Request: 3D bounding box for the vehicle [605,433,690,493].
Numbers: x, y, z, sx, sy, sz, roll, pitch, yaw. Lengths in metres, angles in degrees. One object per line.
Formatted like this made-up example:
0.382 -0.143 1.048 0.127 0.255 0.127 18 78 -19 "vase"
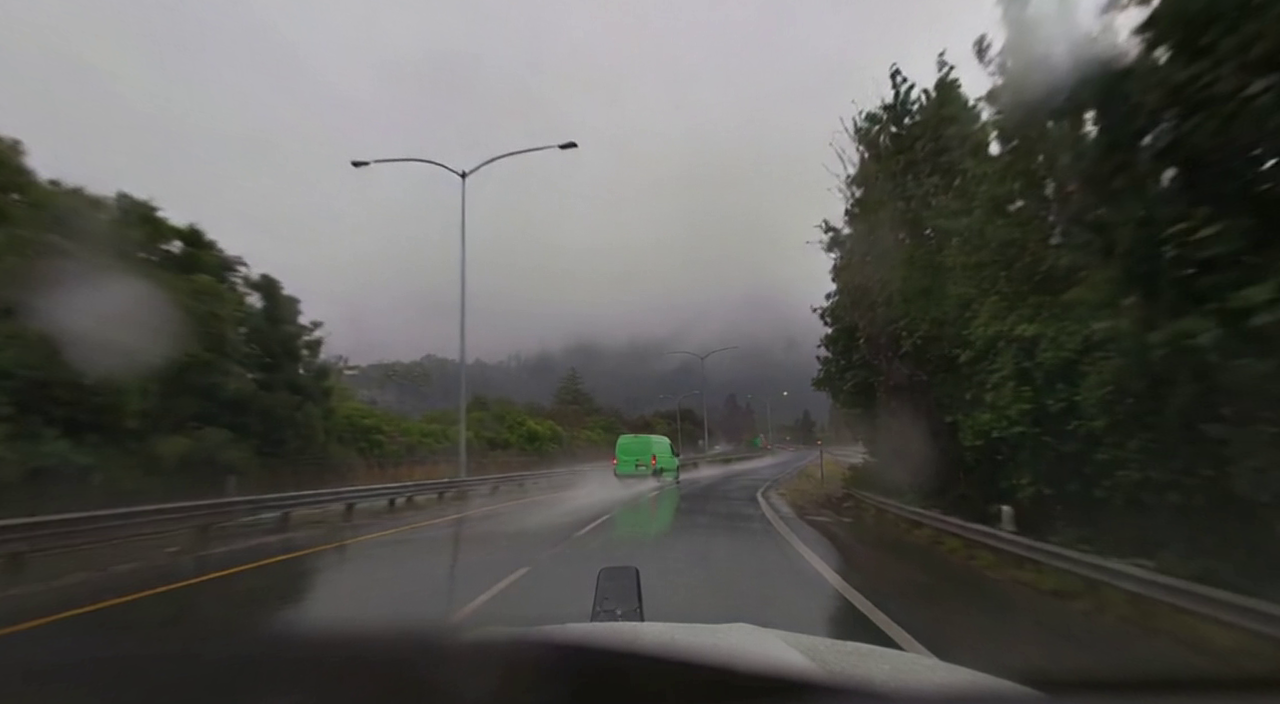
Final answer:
0.410 4.180 23.900 2.270 2.023 4.632 -3 -9 13 "vehicle"
